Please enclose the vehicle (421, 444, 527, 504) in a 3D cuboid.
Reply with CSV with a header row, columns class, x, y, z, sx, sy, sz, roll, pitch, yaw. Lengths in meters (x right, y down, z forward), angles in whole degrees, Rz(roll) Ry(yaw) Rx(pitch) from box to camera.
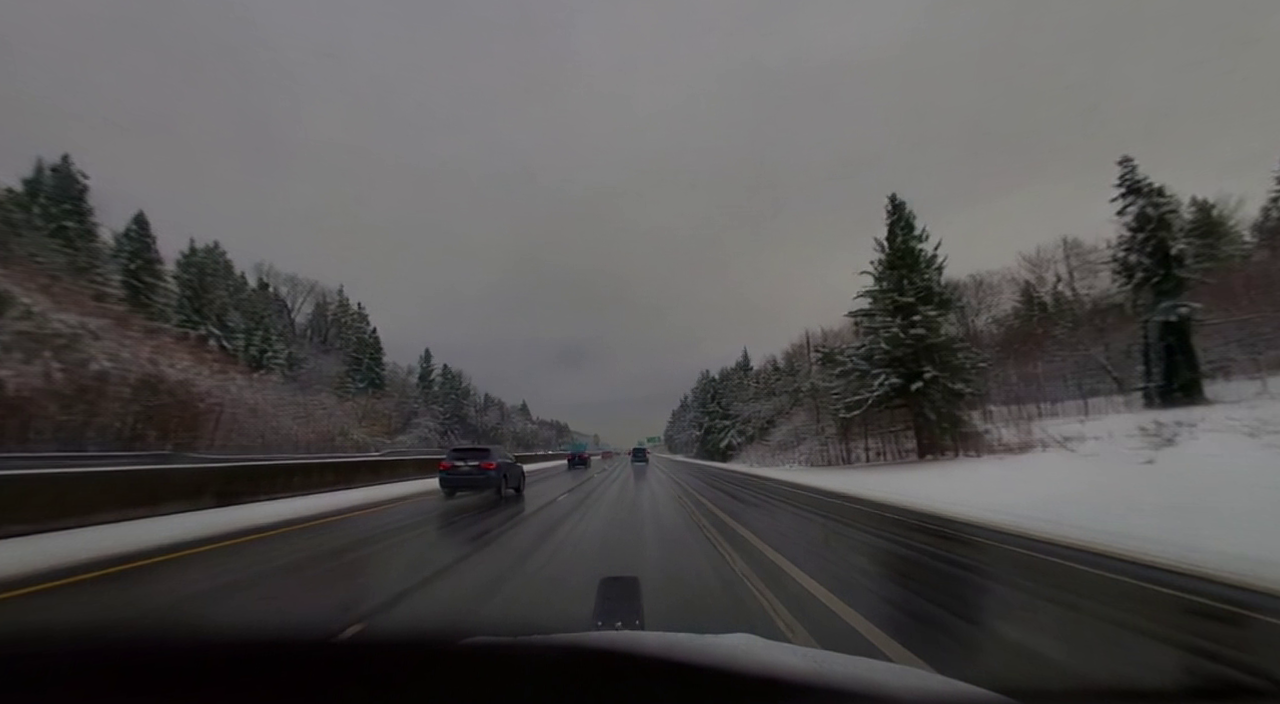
class,x,y,z,sx,sy,sz,roll,pitch,yaw
vehicle,-4.599,3.412,18.159,1.838,1.508,4.317,0,-9,0
